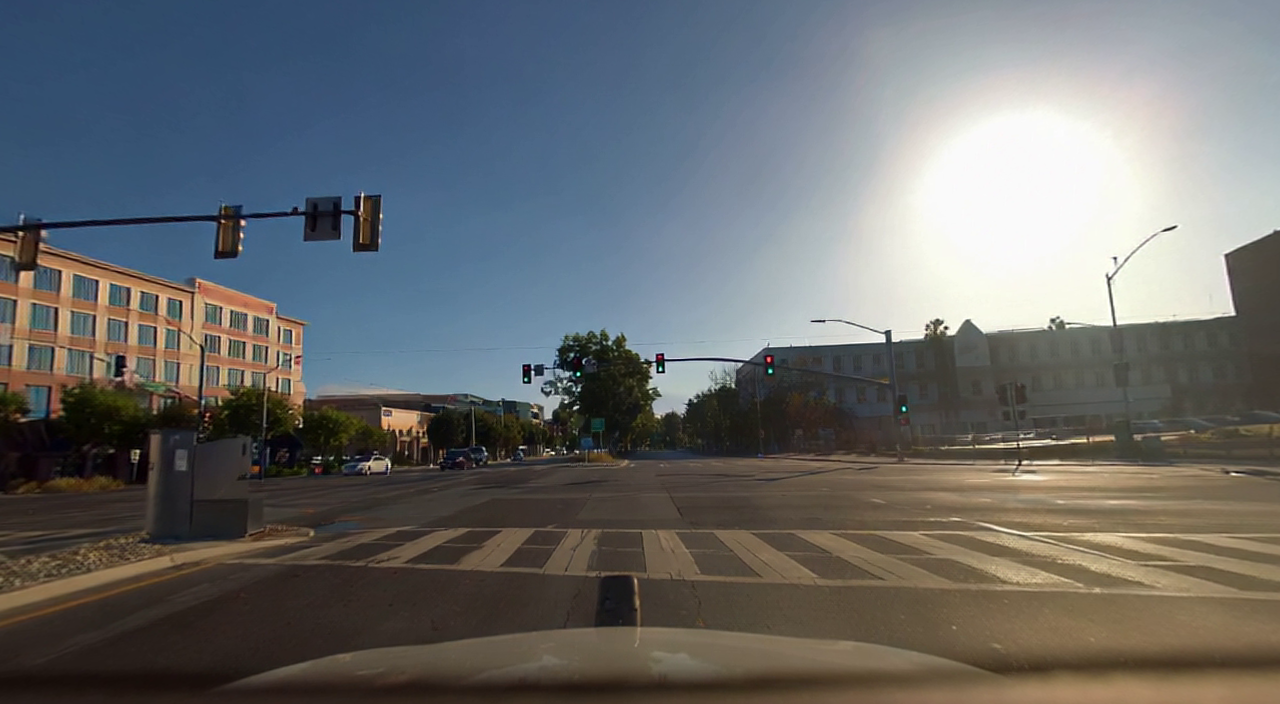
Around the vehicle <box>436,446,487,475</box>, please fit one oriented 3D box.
[{"bbox_3d":[-12.188,7.416,43.479,2.151,1.847,4.634,0,-9,1],"label":"vehicle"}]

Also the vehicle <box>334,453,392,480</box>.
[{"bbox_3d":[-18.842,7.792,43.185,1.933,1.664,4.255,0,-9,1],"label":"vehicle"}]
